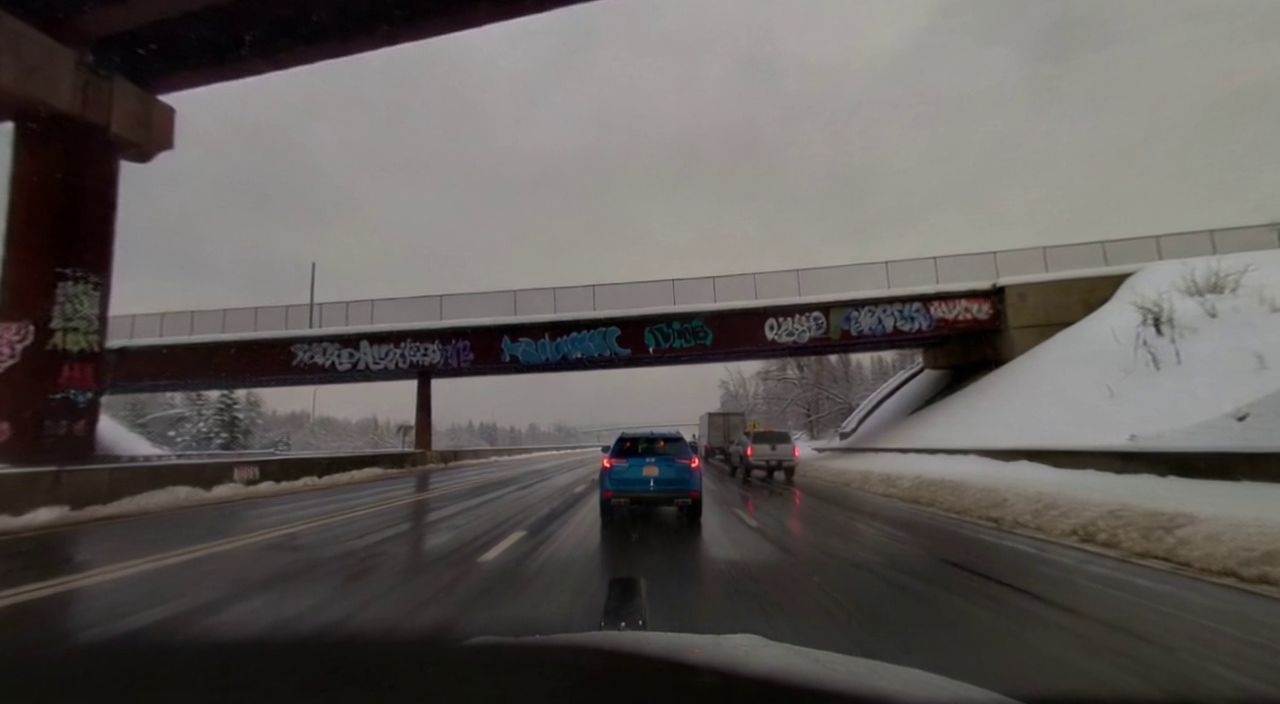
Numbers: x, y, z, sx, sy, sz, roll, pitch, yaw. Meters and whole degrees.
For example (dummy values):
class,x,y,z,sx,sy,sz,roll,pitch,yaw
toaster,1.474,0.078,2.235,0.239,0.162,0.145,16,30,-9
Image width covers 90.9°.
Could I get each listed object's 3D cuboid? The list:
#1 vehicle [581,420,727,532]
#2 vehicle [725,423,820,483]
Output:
class,x,y,z,sx,sy,sz,roll,pitch,yaw
vehicle,0.233,2.164,11.549,2.193,1.651,3.946,-1,-8,1
vehicle,4.694,3.716,23.470,2.311,1.922,5.977,0,-8,1
